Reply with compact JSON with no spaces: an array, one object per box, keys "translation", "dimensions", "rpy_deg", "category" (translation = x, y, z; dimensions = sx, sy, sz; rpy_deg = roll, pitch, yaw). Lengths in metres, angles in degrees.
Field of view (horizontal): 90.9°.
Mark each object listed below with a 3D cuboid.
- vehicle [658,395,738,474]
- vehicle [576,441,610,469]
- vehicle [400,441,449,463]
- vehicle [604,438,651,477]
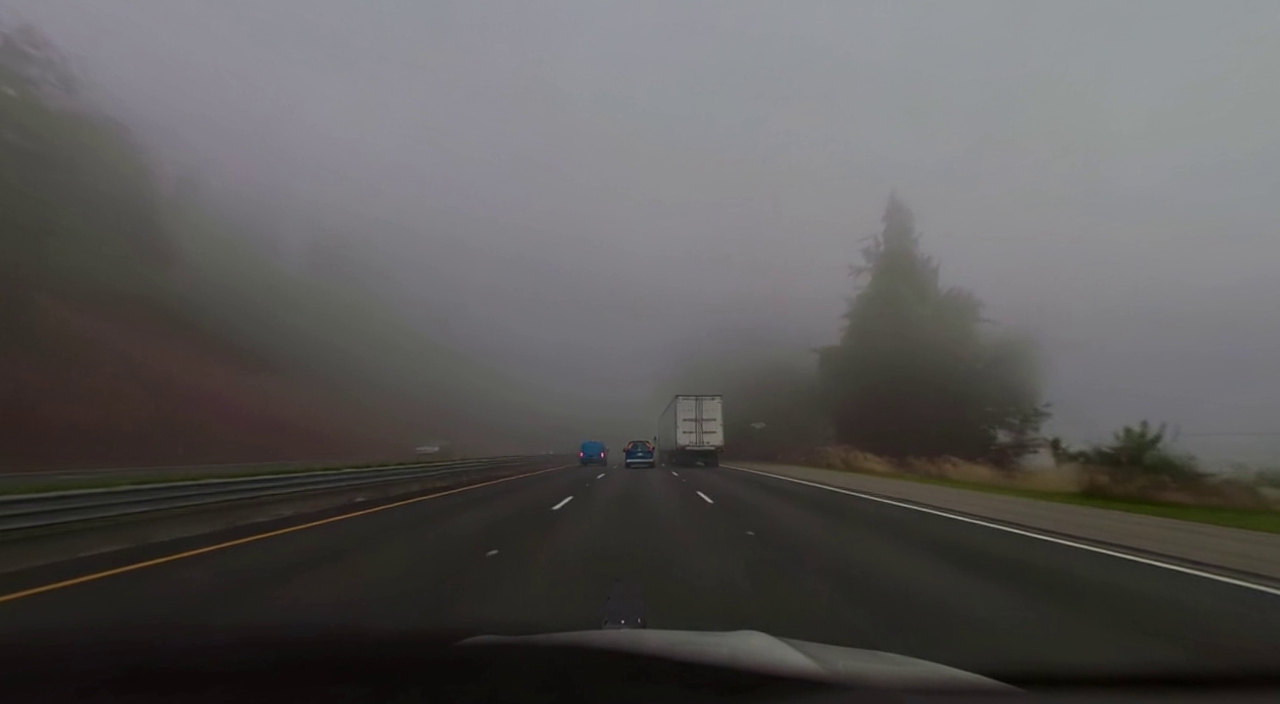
[{"translation":[3.233,5.518,40.848],"dimensions":[3.468,4.030,16.902],"rpy_deg":[0,-9,0],"category":"vehicle"},{"translation":[-3.599,7.993,49.044],"dimensions":[2.167,1.991,5.062],"rpy_deg":[0,-9,1],"category":"vehicle"},{"translation":[-15.457,7.214,45.526],"dimensions":[1.930,1.488,4.446],"rpy_deg":[0,-9,0],"category":"vehicle"},{"translation":[-0.598,5.348,32.141],"dimensions":[2.209,1.825,4.036],"rpy_deg":[0,-9,0],"category":"vehicle"}]
